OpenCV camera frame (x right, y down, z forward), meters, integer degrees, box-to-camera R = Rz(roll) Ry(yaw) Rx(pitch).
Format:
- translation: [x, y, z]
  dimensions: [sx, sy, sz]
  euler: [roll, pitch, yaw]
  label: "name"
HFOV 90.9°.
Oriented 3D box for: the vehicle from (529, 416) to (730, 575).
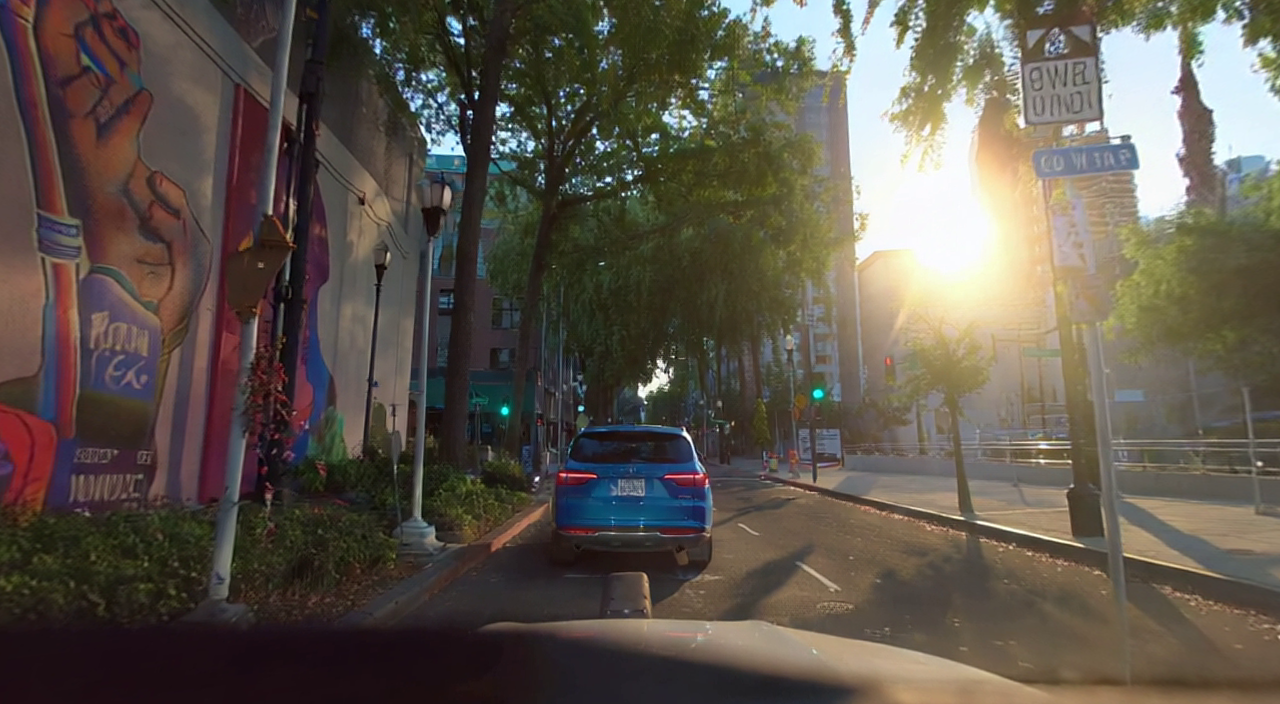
- translation: [-0.134, 1.775, 8.544]
  dimensions: [2.079, 1.621, 3.861]
  euler: [0, -8, -1]
  label: "vehicle"
